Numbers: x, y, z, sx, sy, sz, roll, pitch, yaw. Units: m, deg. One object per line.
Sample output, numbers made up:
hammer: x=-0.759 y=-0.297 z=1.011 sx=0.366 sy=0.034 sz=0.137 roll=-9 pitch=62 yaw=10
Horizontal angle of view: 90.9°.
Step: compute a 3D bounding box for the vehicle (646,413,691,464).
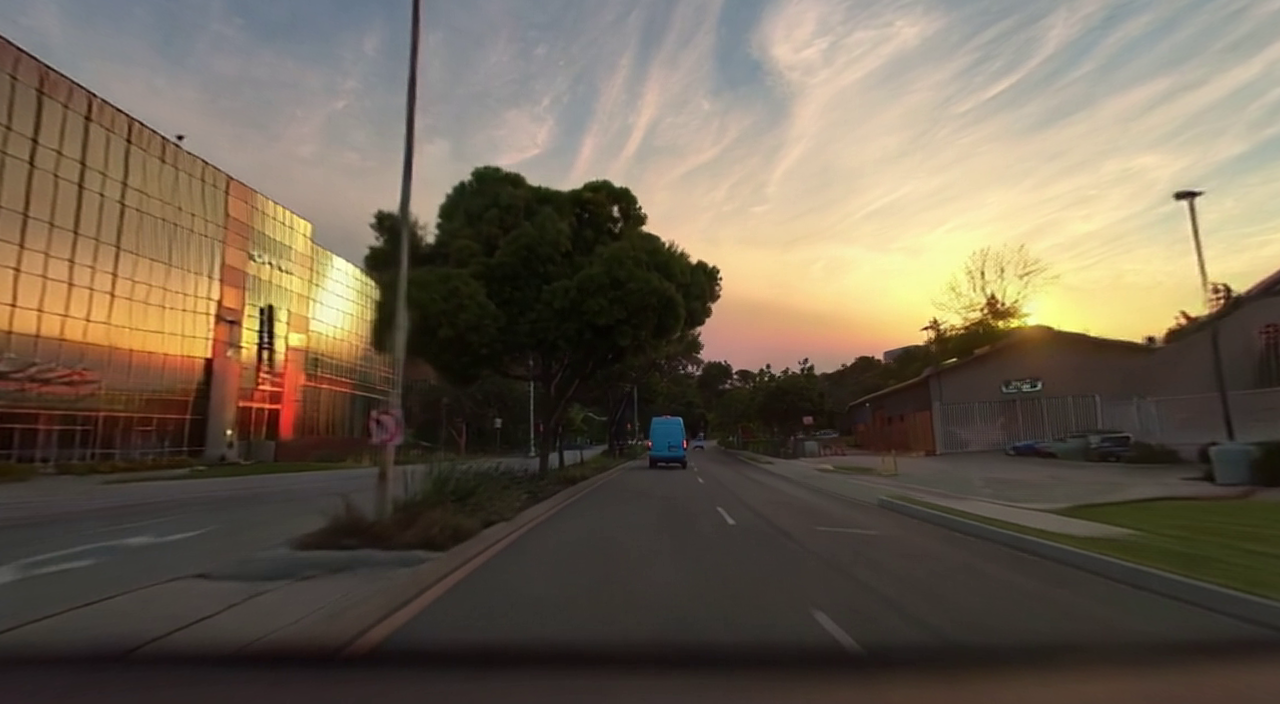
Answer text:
vehicle: x=1.774 y=5.111 z=37.296 sx=2.435 sy=2.816 sz=5.232 roll=-1 pitch=-8 yaw=5
